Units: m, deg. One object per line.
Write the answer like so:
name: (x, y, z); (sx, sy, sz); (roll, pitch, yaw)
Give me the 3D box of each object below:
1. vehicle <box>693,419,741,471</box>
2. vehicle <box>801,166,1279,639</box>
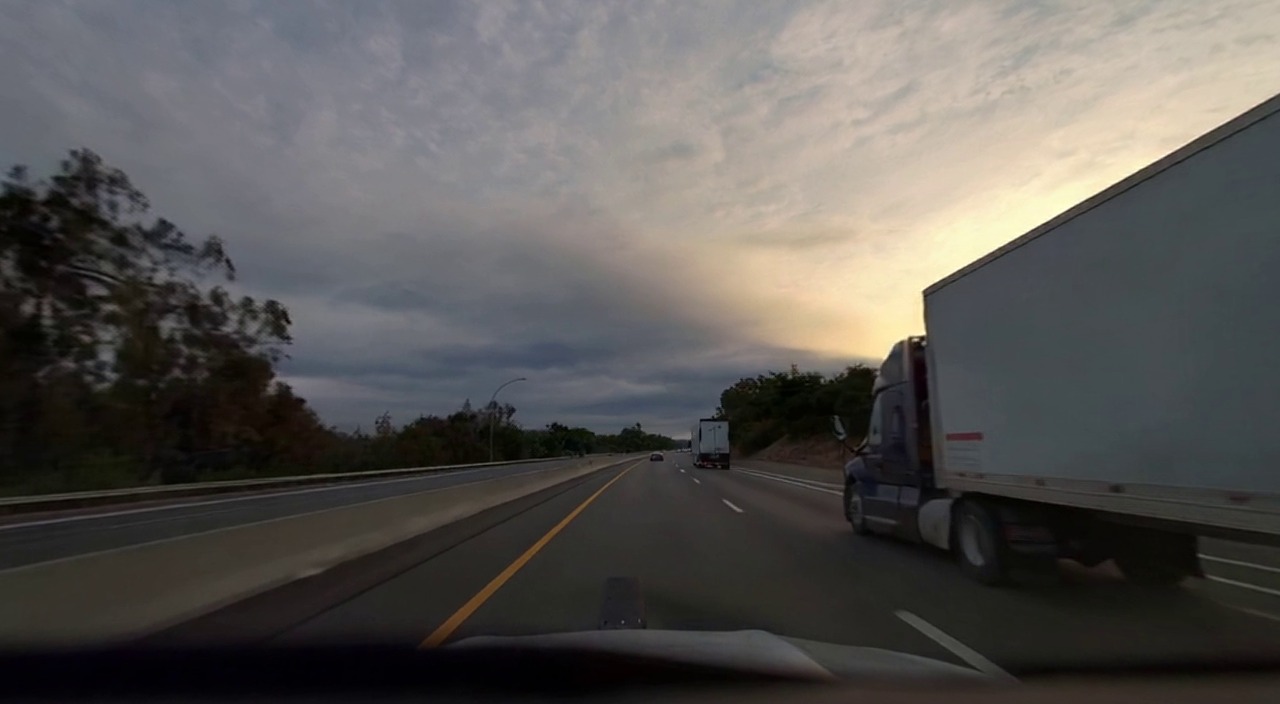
vehicle: (5.276, 6.600, 44.508); (2.682, 3.349, 7.138); (0, -9, 2)
vehicle: (4.295, 0.755, 7.791); (2.990, 3.561, 6.145); (0, -9, 1)
